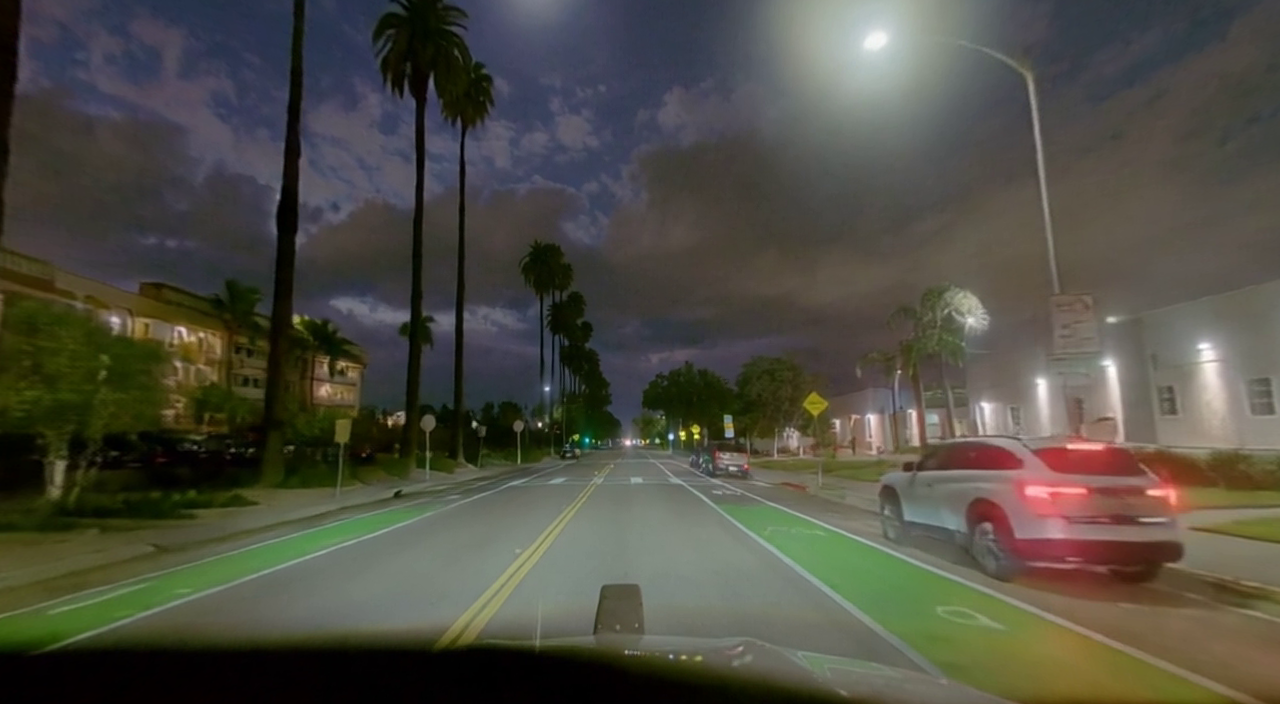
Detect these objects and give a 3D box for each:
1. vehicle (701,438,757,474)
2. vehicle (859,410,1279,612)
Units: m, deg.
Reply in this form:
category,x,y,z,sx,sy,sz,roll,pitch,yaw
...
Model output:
category,x,y,z,sx,sy,sz,roll,pitch,yaw
vehicle,4.316,5.104,31.315,1.997,1.640,4.494,0,-8,-1
vehicle,4.750,1.741,7.981,2.144,1.720,4.794,0,-8,-1
